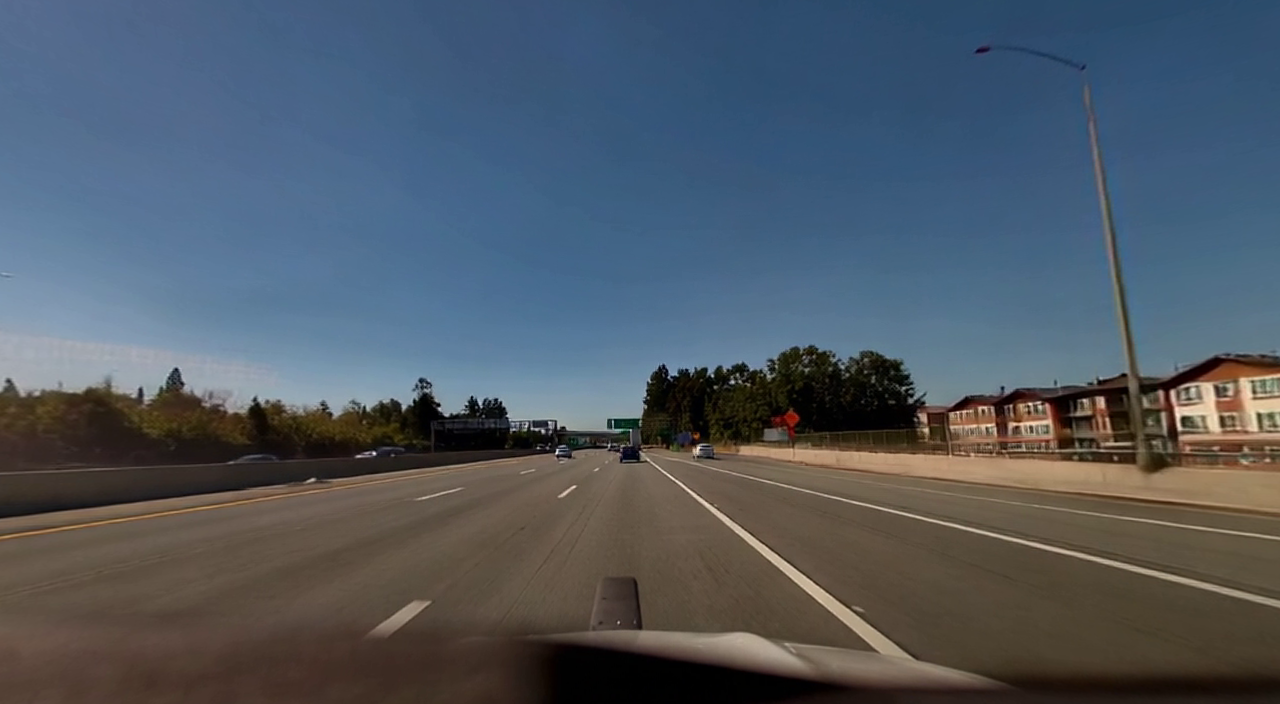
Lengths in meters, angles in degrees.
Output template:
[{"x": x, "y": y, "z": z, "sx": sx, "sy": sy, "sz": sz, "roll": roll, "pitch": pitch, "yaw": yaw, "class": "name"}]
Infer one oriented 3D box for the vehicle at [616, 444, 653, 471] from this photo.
[{"x": -0.336, "y": 6.005, "z": 36.145, "sx": 2.012, "sy": 1.471, "sz": 4.059, "roll": 0, "pitch": -8, "yaw": -1, "class": "vehicle"}]
